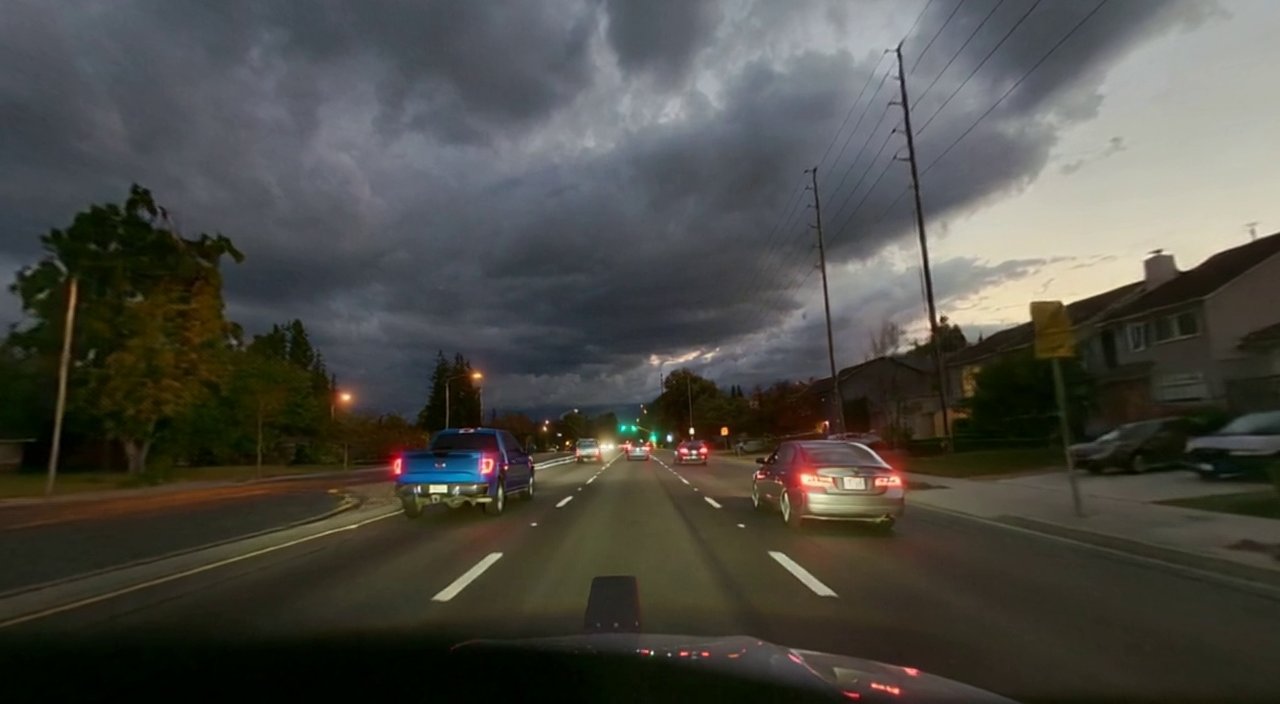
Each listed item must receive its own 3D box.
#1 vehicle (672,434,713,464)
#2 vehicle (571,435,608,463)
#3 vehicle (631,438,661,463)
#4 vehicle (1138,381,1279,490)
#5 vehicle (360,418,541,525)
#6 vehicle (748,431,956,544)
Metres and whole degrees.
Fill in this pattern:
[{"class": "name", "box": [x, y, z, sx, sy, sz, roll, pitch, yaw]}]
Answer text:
[{"class": "vehicle", "box": [3.373, 6.358, 41.443, 2.099, 1.845, 4.363, 0, -8, -2]}, {"class": "vehicle", "box": [-3.464, 6.800, 44.307, 2.218, 1.829, 4.492, 0, -8, 0]}, {"class": "vehicle", "box": [0.368, 6.865, 44.287, 1.997, 1.636, 3.760, 0, -8, -2]}, {"class": "vehicle", "box": [14.729, 1.853, 14.331, 4.801, 2.233, 2.222, -2, -9, 0]}, {"class": "vehicle", "box": [-3.542, 2.363, 13.104, 2.111, 1.745, 5.274, 0, -8, 0]}, {"class": "vehicle", "box": [3.146, 2.086, 10.438, 1.884, 1.463, 4.195, 0, -8, -1]}]
